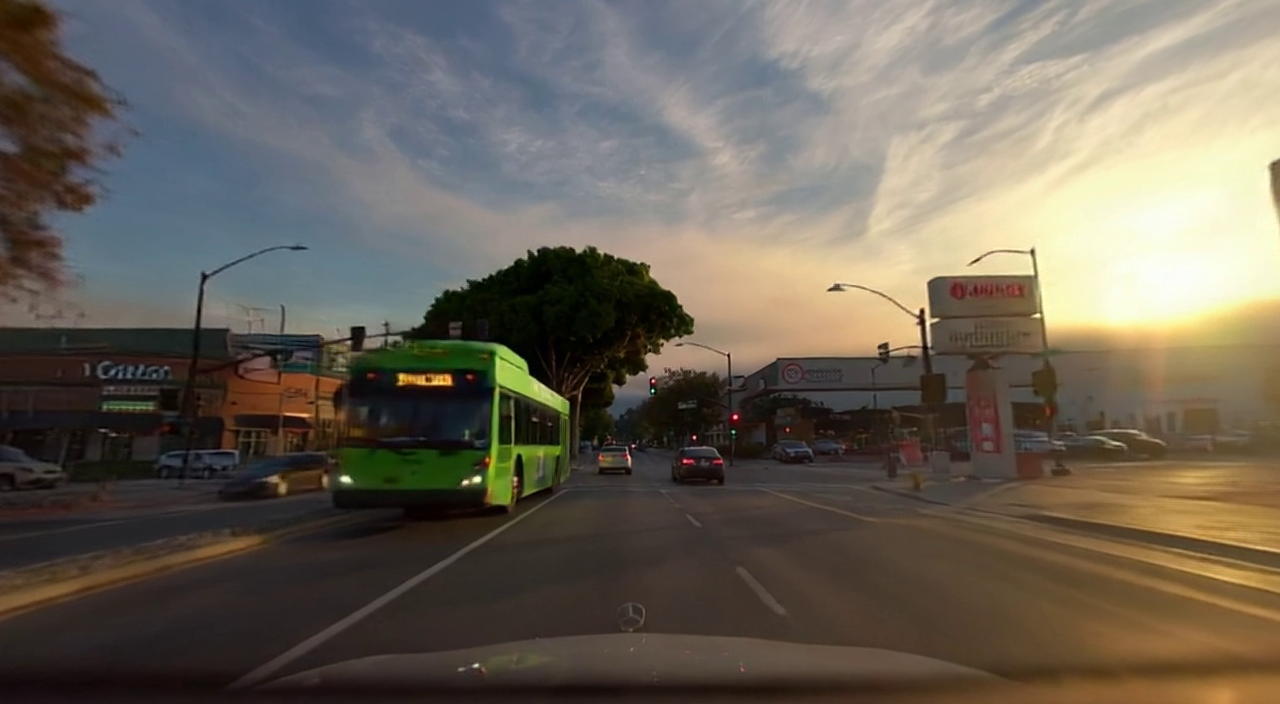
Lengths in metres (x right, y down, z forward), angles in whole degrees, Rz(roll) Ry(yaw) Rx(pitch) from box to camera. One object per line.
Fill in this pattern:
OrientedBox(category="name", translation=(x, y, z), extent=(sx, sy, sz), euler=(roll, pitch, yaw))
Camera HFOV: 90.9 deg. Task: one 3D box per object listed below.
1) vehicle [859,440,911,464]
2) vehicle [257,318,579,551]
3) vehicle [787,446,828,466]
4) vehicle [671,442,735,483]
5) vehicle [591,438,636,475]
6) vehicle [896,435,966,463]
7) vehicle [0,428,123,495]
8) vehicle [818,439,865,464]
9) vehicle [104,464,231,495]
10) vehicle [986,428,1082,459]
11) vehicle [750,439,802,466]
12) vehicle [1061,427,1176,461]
OrientedBox(category="vehicle", translation=(19.183, 7.832, 49.507), extent=(2.143, 1.731, 4.290), euler=(0, -9, -3))
OrientedBox(category="vehicle", translation=(-3.719, 2.153, 15.752), extent=(3.018, 3.217, 13.998), euler=(0, -9, 0))
OrientedBox(category="vehicle", translation=(12.982, 8.097, 49.108), extent=(1.860, 1.443, 3.772), euler=(0, -9, -5))
OrientedBox(category="vehicle", translation=(2.541, 4.587, 26.483), extent=(2.046, 1.540, 3.883), euler=(0, -9, -4))
OrientedBox(category="vehicle", translation=(-1.475, 5.629, 34.278), extent=(2.301, 1.837, 4.411), euler=(0, -9, -3))
OrientedBox(category="vehicle", translation=(22.766, 7.582, 49.631), extent=(2.384, 1.959, 5.372), euler=(-2, -8, -7))
OrientedBox(category="vehicle", translation=(-34.230, 5.828, 33.397), extent=(10.321, 3.275, 3.158), euler=(0, -10, -4))
OrientedBox(category="vehicle", translation=(15.805, 7.840, 49.700), extent=(2.020, 1.796, 4.600), euler=(0, -9, -2))
OrientedBox(category="vehicle", translation=(-24.528, 6.631, 32.854), extent=(4.868, 1.434, 2.115), euler=(0, -8, 0))
OrientedBox(category="vehicle", translation=(30.297, 7.087, 48.581), extent=(5.954, 2.283, 2.137), euler=(0, -9, -1))
OrientedBox(category="vehicle", translation=(10.528, 7.835, 49.151), extent=(2.304, 1.907, 4.844), euler=(1, -9, -8))
OrientedBox(category="vehicle", translation=(34.804, 6.686, 45.934), extent=(6.271, 2.145, 2.510), euler=(-2, -8, -2))
